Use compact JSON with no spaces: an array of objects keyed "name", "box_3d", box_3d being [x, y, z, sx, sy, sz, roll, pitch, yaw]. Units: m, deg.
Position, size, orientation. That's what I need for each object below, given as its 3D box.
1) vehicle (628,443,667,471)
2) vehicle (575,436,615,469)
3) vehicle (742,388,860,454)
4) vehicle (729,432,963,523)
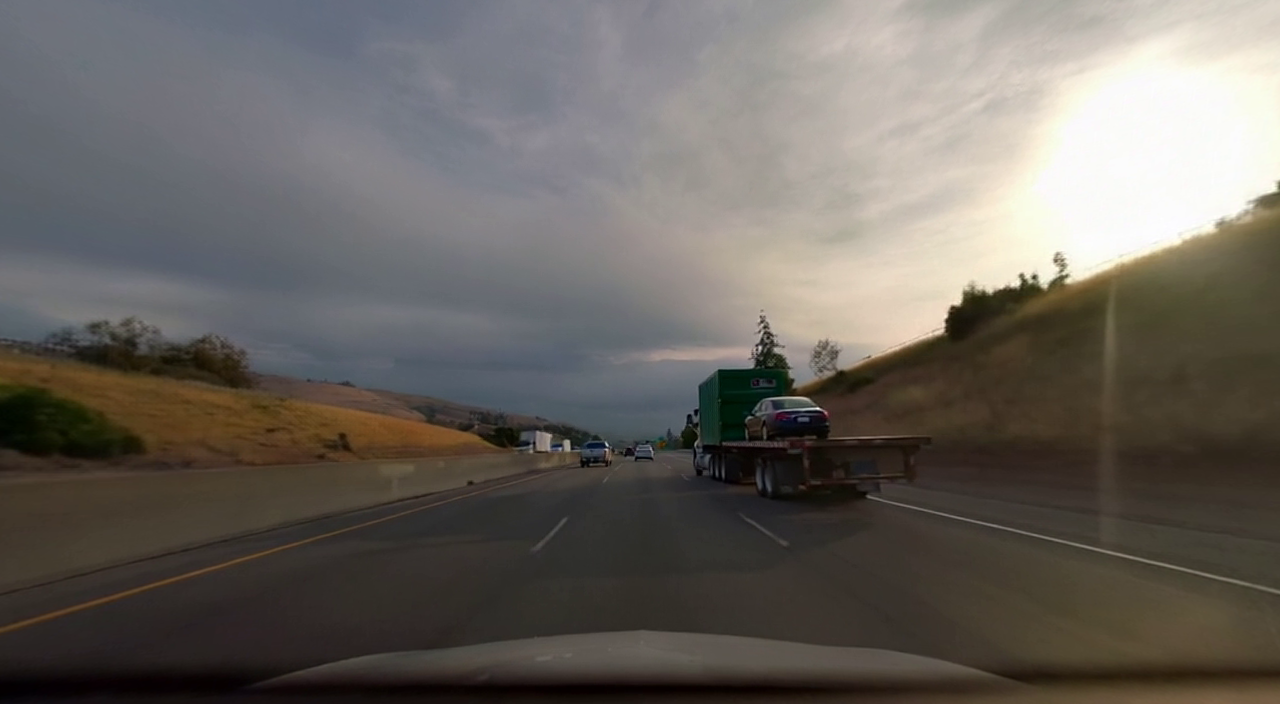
[{"name":"vehicle","box_3d":[0.438,5.919,35.608,2.086,1.497,3.681,0,-9,1]},{"name":"vehicle","box_3d":[-2.848,6.503,40.886,2.142,2.044,4.446,0,-9,2]},{"name":"vehicle","box_3d":[4.144,1.962,17.021,1.968,1.547,4.215,0,-9,-2]},{"name":"vehicle","box_3d":[4.271,2.936,15.793,2.654,1.574,9.537,0,-9,0]}]
